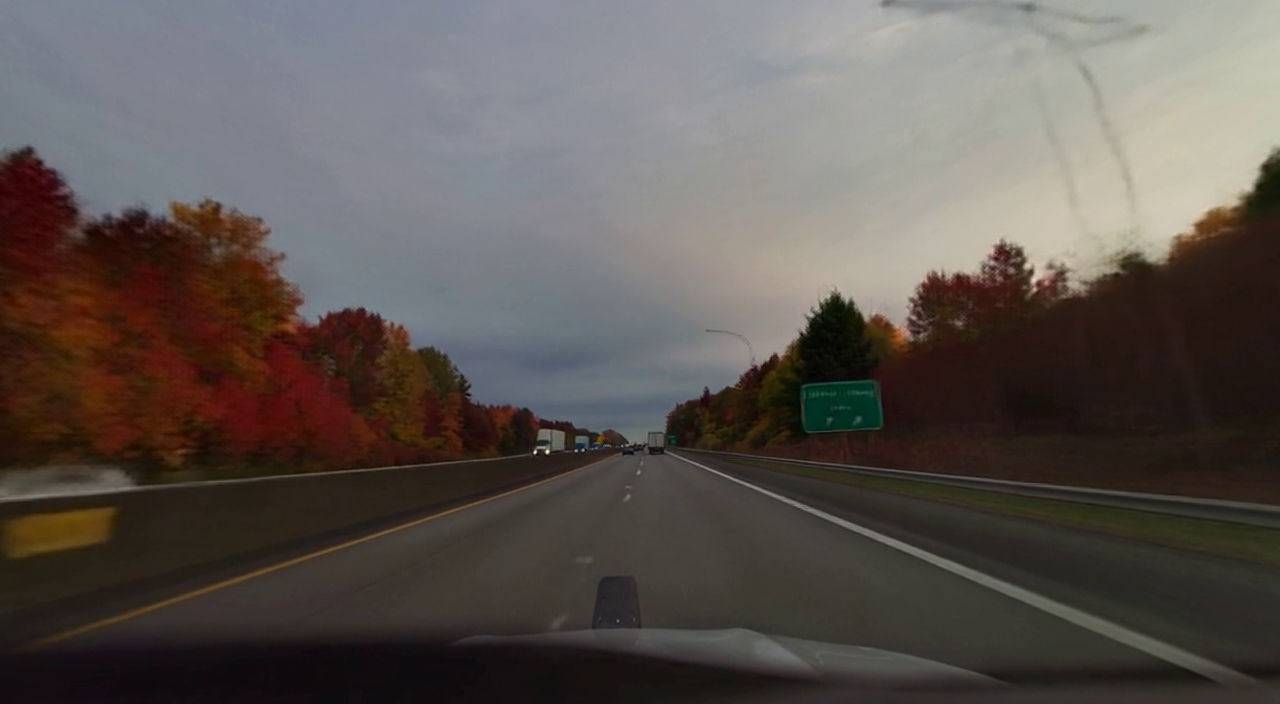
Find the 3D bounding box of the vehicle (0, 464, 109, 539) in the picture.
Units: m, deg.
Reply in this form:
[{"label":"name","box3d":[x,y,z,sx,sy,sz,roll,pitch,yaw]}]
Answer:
[{"label":"vehicle","box3d":[-14.677,3.363,14.142,1.808,1.507,3.965,-1,-9,1]}]
